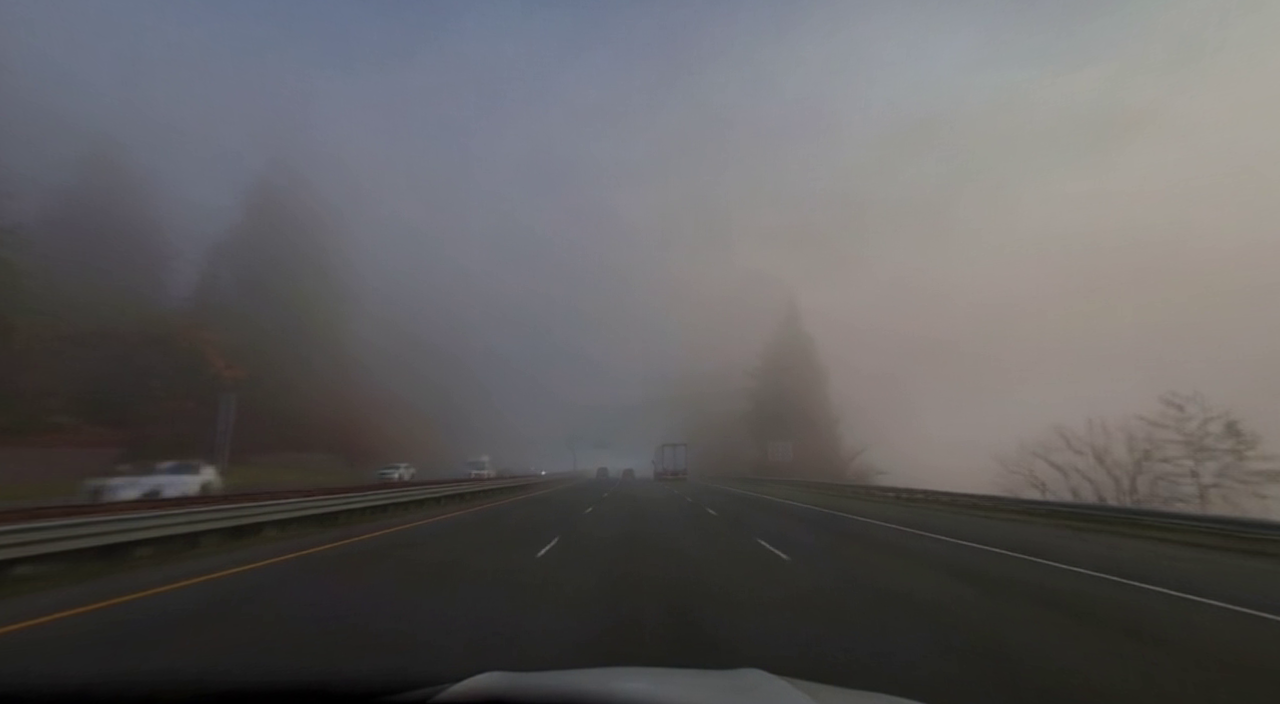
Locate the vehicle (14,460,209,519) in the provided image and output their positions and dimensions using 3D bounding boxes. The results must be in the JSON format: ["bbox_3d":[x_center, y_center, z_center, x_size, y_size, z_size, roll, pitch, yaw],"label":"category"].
[{"bbox_3d":[-15.299,3.989,18.661,1.822,1.490,4.560,1,-10,0],"label":"vehicle"}]

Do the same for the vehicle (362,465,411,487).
[{"bbox_3d":[-19.742,9.661,49.262,1.944,1.636,4.409,1,-10,0],"label":"vehicle"}]
